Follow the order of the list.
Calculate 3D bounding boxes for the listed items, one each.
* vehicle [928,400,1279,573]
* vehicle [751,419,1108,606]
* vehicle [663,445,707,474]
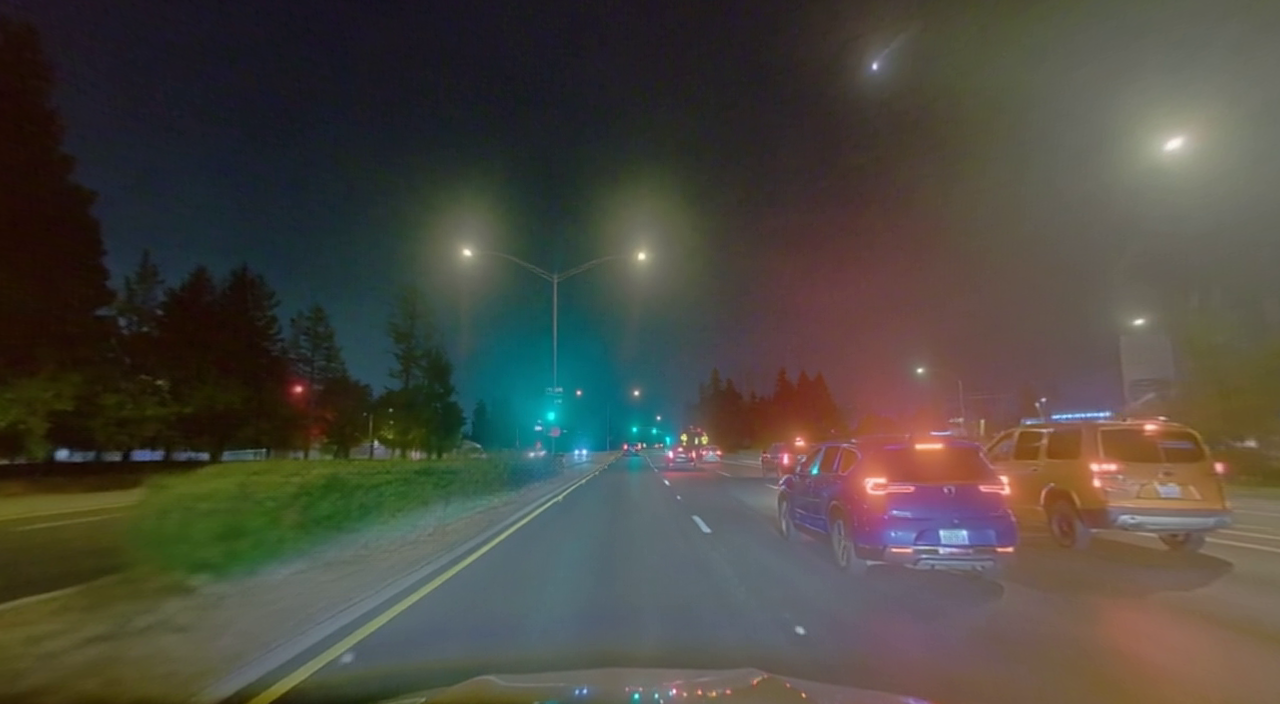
[{"bbox_3d":[6.351,1.757,9.010,2.153,1.811,4.595,0,-8,-1],"label":"vehicle"},{"bbox_3d":[2.875,1.715,7.827,1.932,1.547,4.992,0,-8,-2],"label":"vehicle"},{"bbox_3d":[2.409,5.839,34.476,1.980,1.484,4.093,0,-8,-2],"label":"vehicle"}]
